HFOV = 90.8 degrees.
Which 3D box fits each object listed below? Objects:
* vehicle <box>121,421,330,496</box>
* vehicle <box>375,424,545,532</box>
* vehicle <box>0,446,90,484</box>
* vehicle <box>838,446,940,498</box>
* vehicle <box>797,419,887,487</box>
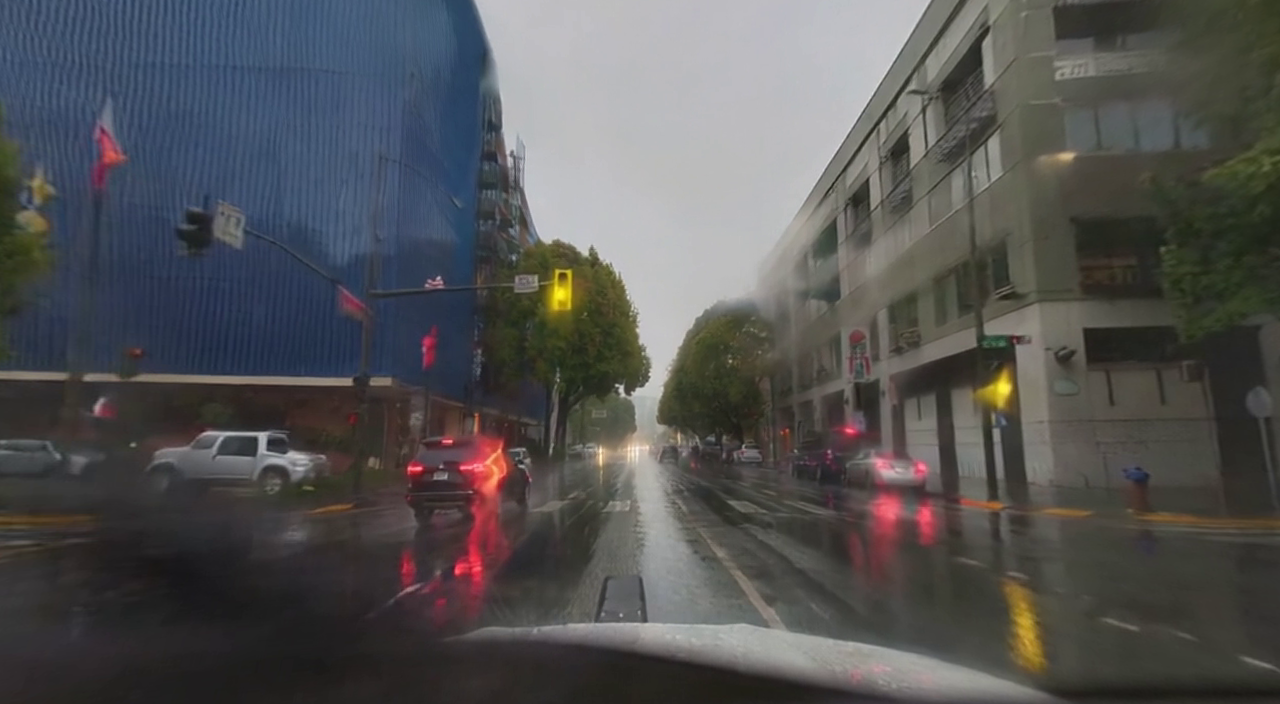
[{"bbox_3d":[-13.577,3.521,21.042,5.188,2.293,2.381,0,-9,-1],"label":"vehicle"},{"bbox_3d":[-3.294,2.408,12.607,2.002,1.756,4.366,0,-9,1],"label":"vehicle"},{"bbox_3d":[-25.245,4.600,25.770,3.998,1.423,1.754,-1,-7,2],"label":"vehicle"},{"bbox_3d":[8.799,4.251,22.767,1.854,1.663,4.300,0,-9,0],"label":"vehicle"},{"bbox_3d":[9.046,4.618,29.015,2.285,2.778,5.847,0,-9,1],"label":"vehicle"}]
